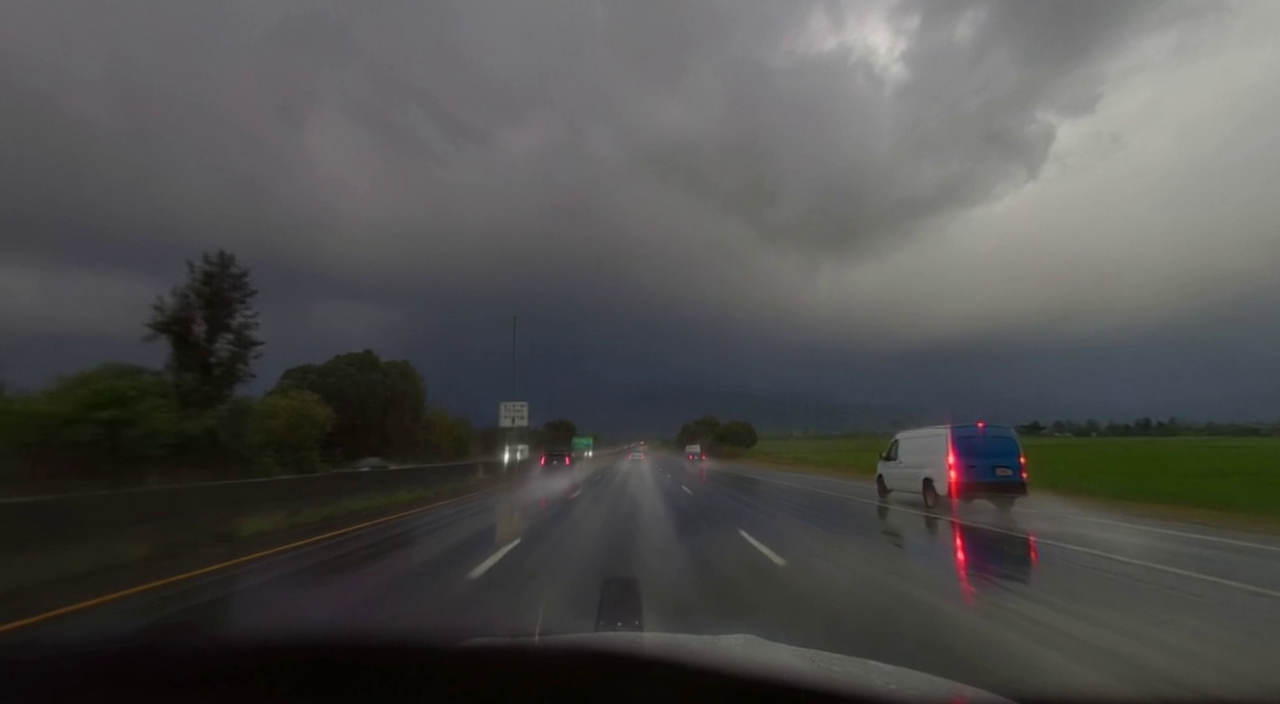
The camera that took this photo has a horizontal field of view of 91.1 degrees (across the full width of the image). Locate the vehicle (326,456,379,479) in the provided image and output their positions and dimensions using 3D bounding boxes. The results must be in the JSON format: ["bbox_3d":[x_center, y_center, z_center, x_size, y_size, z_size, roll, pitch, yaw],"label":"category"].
[{"bbox_3d":[-18.558,7.449,40.712,1.711,1.394,3.590,0,-9,0],"label":"vehicle"}]

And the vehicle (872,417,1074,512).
[{"bbox_3d":[7.805,2.712,15.528,2.133,1.933,4.986,0,-9,-1],"label":"vehicle"}]

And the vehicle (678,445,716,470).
[{"bbox_3d":[3.955,7.433,44.409,2.069,1.625,4.832,0,-9,-1],"label":"vehicle"}]

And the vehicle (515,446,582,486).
[{"bbox_3d":[-3.783,4.776,26.718,2.160,1.530,4.500,0,-9,0],"label":"vehicle"}]
